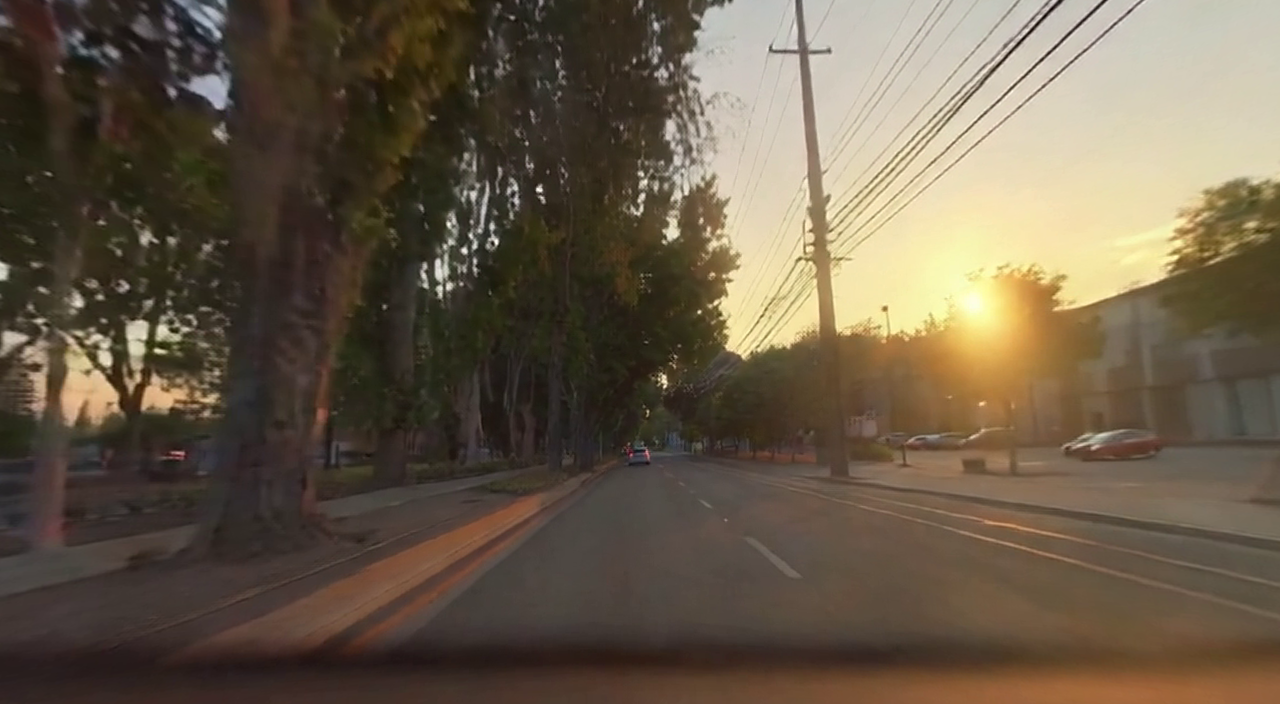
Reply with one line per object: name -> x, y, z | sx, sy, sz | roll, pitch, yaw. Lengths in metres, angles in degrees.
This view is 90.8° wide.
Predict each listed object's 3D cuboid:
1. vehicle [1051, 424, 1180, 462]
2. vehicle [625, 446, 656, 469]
vehicle -> 25.919, 5.096, 34.809 | 2.189, 1.805, 5.633 | -1, -10, -7
vehicle -> 0.007, 7.783, 46.775 | 2.109, 1.501, 4.042 | -1, -8, -1
